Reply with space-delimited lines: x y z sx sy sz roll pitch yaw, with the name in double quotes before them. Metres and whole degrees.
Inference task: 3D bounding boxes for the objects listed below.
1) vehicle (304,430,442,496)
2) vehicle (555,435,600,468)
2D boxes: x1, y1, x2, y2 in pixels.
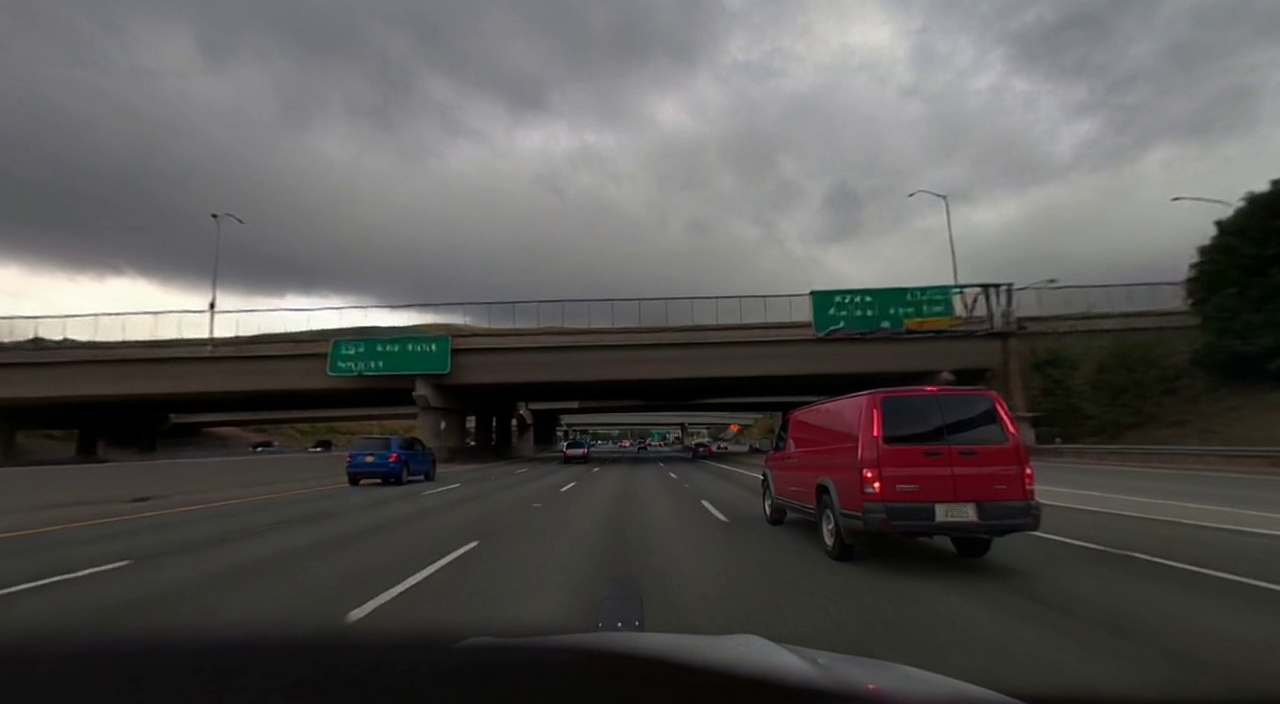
"vehicle" -7.827 3.290 19.057 2.092 1.712 4.627 0 -8 0
"vehicle" -3.681 5.962 37.976 2.144 1.847 4.850 0 -8 1
